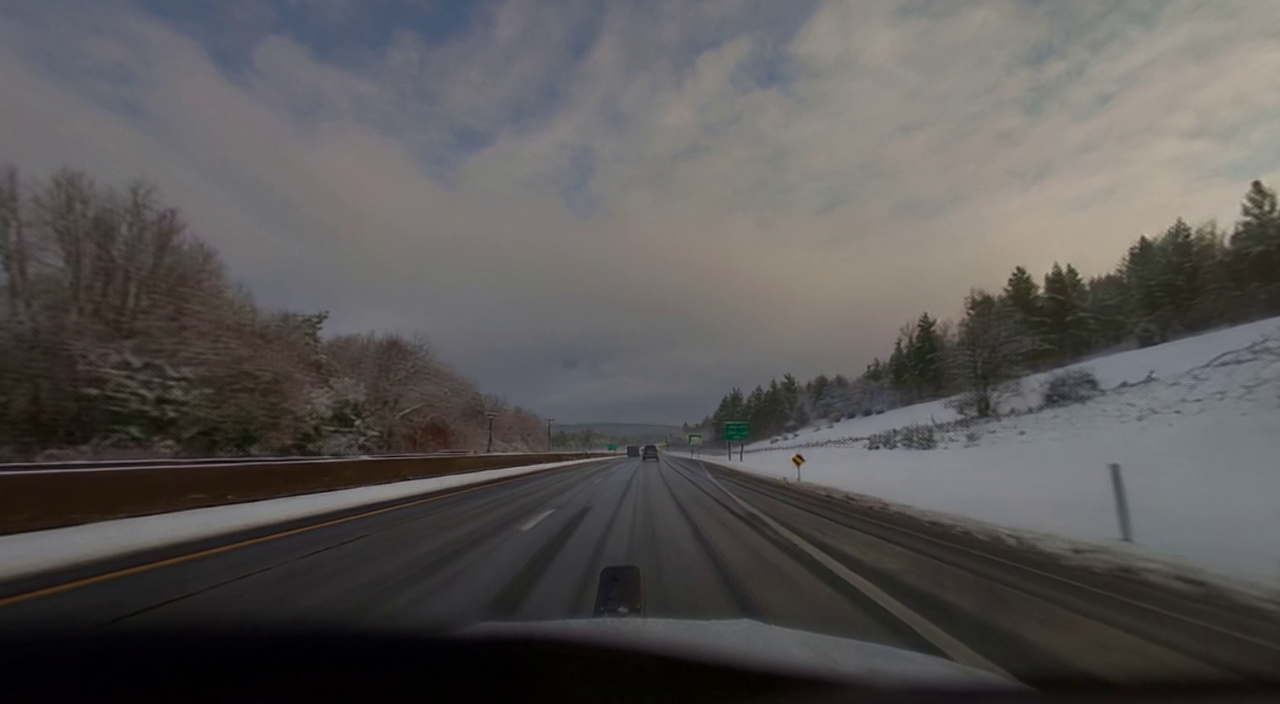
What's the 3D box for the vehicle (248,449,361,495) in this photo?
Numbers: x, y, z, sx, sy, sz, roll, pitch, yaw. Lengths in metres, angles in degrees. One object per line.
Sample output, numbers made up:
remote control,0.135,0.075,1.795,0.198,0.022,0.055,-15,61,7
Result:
vehicle,-12.998,4.637,24.778,1.952,1.577,4.418,0,-9,0
